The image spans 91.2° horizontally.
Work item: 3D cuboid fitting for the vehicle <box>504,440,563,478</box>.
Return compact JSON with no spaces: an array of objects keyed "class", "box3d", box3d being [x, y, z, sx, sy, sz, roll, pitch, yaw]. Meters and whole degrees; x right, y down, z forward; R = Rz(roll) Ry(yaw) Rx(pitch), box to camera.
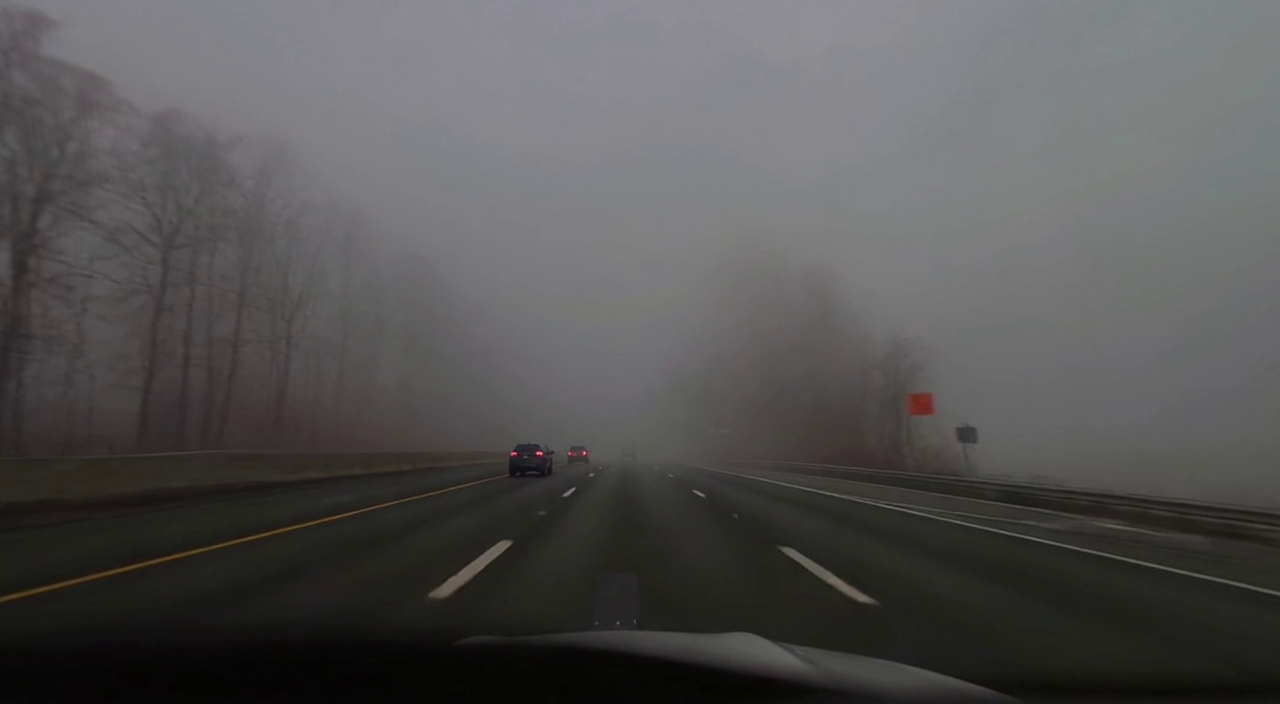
[{"class":"vehicle","box3d":[-5.086,5.182,30.534,2.151,1.693,4.201,0,-9,-1]}]
